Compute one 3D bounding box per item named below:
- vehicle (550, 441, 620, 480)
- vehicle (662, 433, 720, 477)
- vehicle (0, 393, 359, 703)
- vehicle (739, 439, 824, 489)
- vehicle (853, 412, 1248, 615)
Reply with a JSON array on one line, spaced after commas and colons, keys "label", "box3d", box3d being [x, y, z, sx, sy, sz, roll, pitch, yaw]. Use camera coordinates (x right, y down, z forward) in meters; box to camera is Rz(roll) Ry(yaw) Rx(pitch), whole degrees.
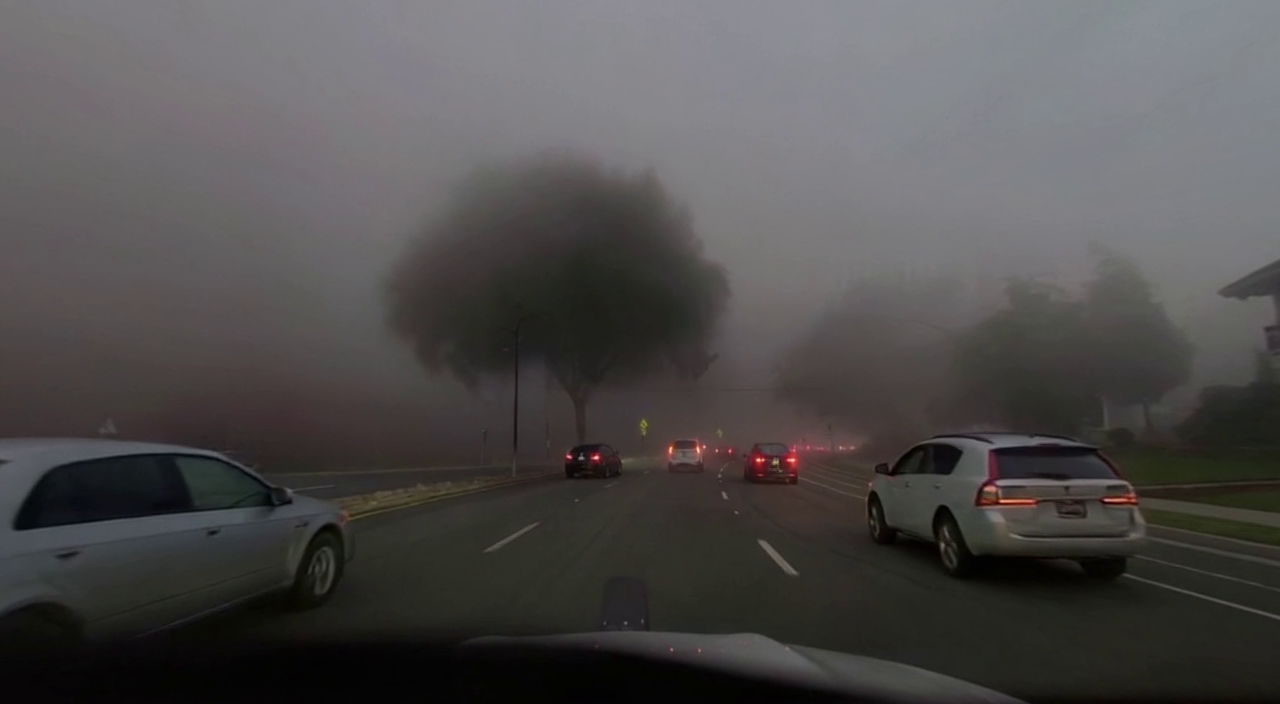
[{"label": "vehicle", "box3d": [-2.200, 4.532, 26.560, 2.006, 1.464, 4.586, -1, -9, 7]}, {"label": "vehicle", "box3d": [2.372, 4.602, 28.288, 2.250, 1.768, 4.574, -2, -9, 9]}, {"label": "vehicle", "box3d": [-3.491, 0.973, 2.861, 2.169, 1.468, 4.716, -1, -9, 1]}, {"label": "vehicle", "box3d": [4.587, 3.694, 21.087, 2.117, 1.472, 4.158, -1, -9, 4]}, {"label": "vehicle", "box3d": [3.745, 1.502, 6.638, 1.859, 1.540, 3.454, -1, -8, 2]}]
